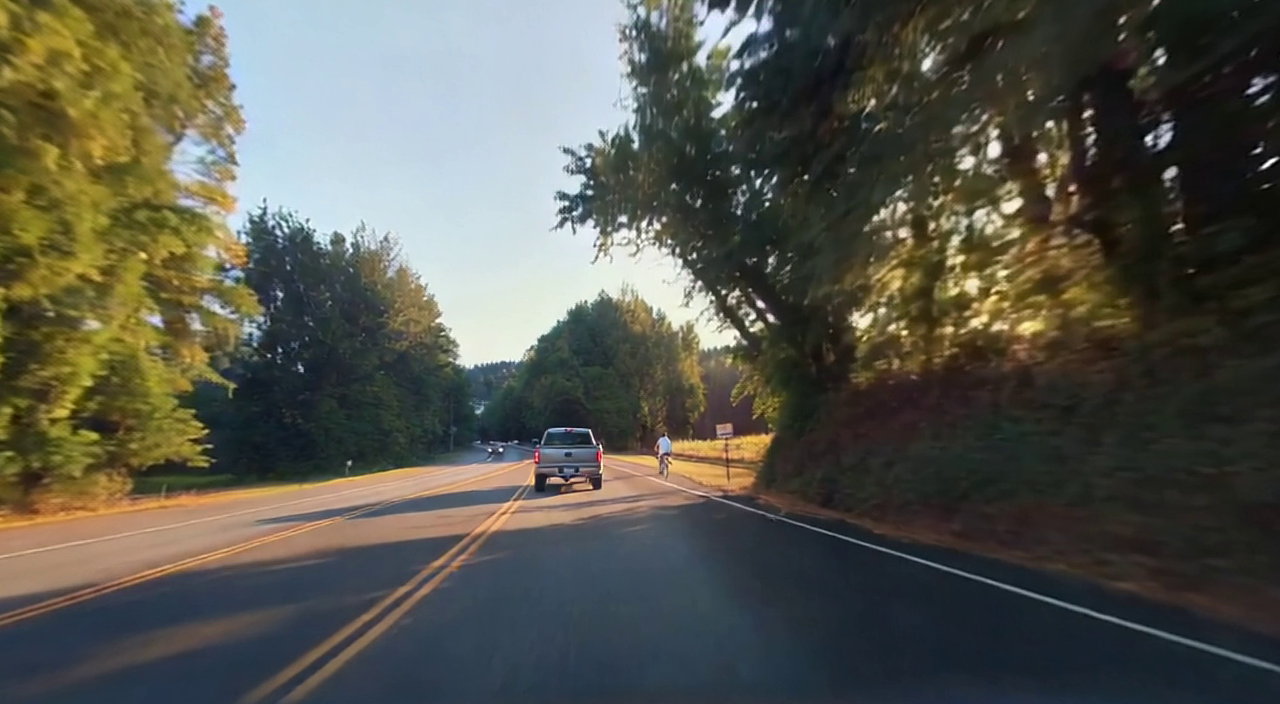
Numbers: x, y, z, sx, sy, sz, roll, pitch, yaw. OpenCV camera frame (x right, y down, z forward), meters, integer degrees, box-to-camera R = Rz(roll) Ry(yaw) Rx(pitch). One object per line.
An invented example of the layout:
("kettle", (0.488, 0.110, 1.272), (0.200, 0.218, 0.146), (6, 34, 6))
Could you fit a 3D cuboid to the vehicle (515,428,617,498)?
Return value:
("vehicle", (-2.117, 3.282, 19.162), (2.631, 1.798, 5.331), (0, -8, -4))
